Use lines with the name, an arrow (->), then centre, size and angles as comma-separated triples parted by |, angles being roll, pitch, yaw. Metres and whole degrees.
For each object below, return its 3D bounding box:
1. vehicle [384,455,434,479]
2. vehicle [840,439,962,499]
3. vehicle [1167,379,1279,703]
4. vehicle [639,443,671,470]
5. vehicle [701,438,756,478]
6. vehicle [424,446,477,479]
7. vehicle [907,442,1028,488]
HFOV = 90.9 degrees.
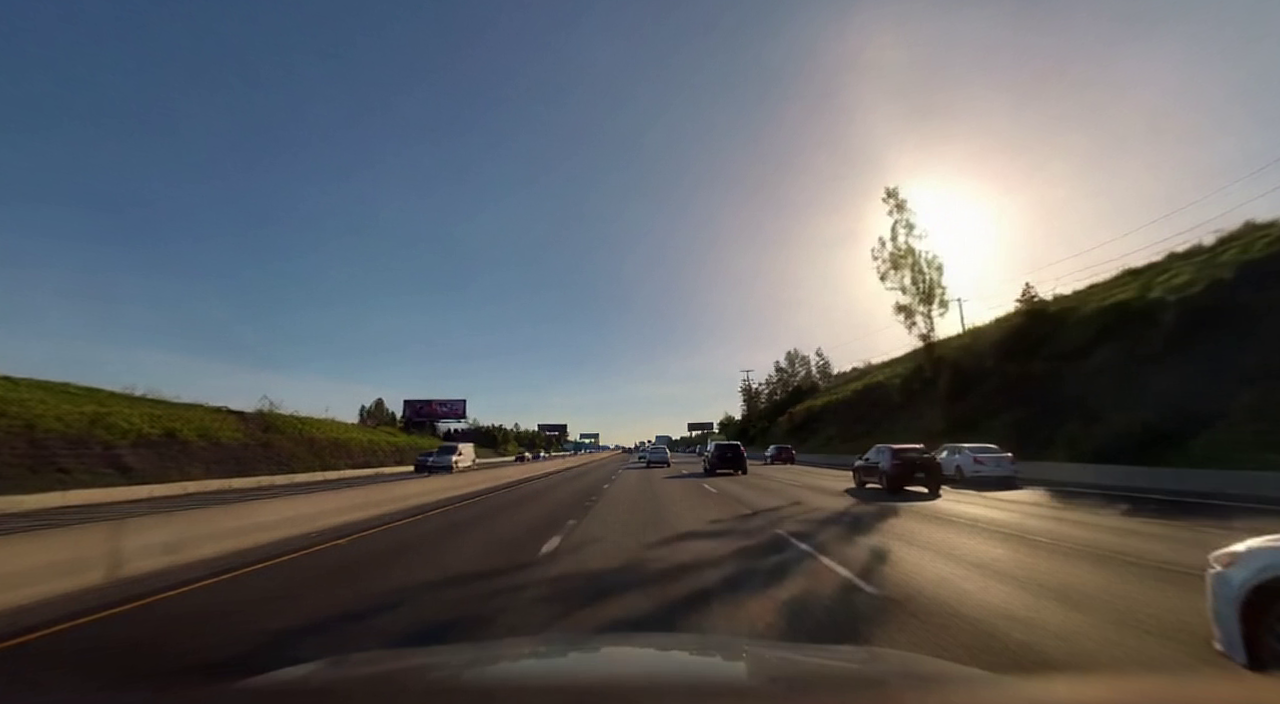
vehicle -> -17.052, 8.494, 46.783 | 1.937, 1.606, 4.683 | -1, -8, 1
vehicle -> 7.620, 3.417, 18.961 | 1.807, 1.558, 4.352 | 0, -8, 0
vehicle -> 3.827, 0.681, 1.122 | 1.989, 1.609, 4.355 | 0, -8, 0
vehicle -> 1.048, 7.445, 45.219 | 2.145, 1.832, 4.004 | 0, -8, 0
vehicle -> 4.400, 5.342, 32.077 | 2.075, 1.845, 4.667 | 0, -8, -1
vehicle -> -13.123, 7.653, 43.964 | 2.014, 2.072, 5.382 | 0, -8, 0
vehicle -> 12.042, 4.149, 23.643 | 1.941, 1.539, 4.834 | 0, -8, 0
